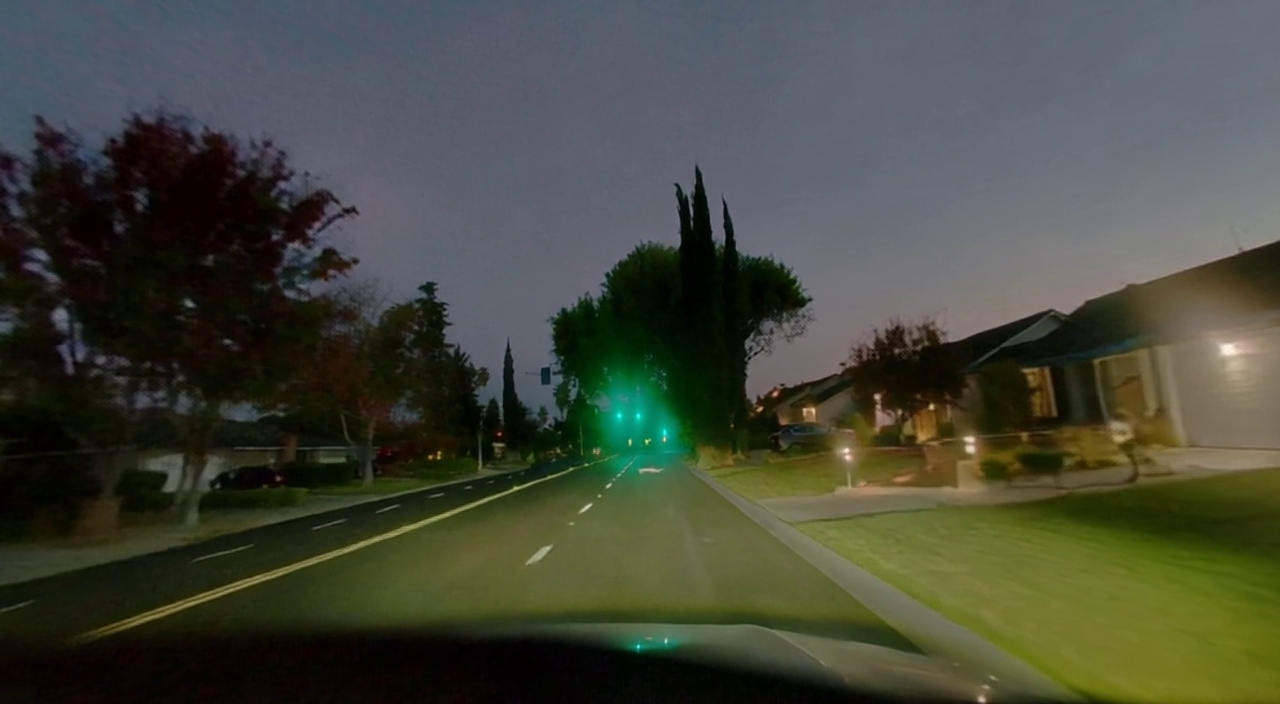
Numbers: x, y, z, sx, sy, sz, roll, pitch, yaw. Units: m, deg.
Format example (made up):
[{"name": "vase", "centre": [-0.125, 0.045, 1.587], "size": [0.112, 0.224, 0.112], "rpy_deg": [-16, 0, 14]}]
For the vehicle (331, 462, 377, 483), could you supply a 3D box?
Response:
[{"name": "vehicle", "centre": [-22.219, 9.354, 48.861], "size": [1.847, 1.461, 3.659], "rpy_deg": [0, -9, -1]}]

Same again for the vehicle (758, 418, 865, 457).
[{"name": "vehicle", "centre": [8.378, 4.195, 30.753], "size": [4.636, 1.823, 1.997], "rpy_deg": [3, -9, -18]}]
